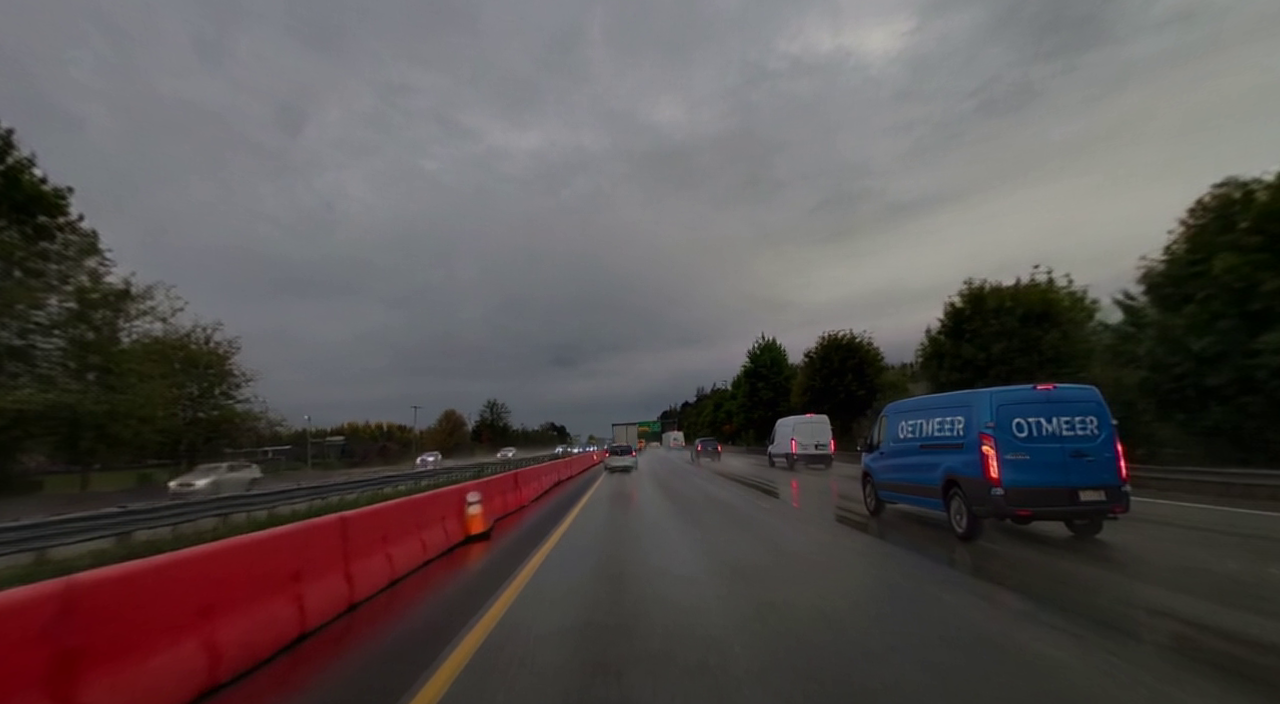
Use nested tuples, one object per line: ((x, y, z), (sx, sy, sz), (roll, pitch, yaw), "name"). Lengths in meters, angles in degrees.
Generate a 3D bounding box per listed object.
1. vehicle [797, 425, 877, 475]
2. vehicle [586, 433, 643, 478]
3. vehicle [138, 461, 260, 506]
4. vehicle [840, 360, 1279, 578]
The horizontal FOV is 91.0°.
((8.235, 4.112, 26.644), (2.255, 1.960, 3.229), (0, -8, -1), "vehicle")
((-1.013, 4.120, 25.378), (2.100, 1.636, 3.620), (0, -8, -2), "vehicle")
((-17.857, 5.320, 25.780), (1.804, 1.491, 4.444), (0, -8, -1), "vehicle")
((4.748, 1.426, 8.467), (2.223, 2.008, 5.121), (0, -8, -2), "vehicle")
